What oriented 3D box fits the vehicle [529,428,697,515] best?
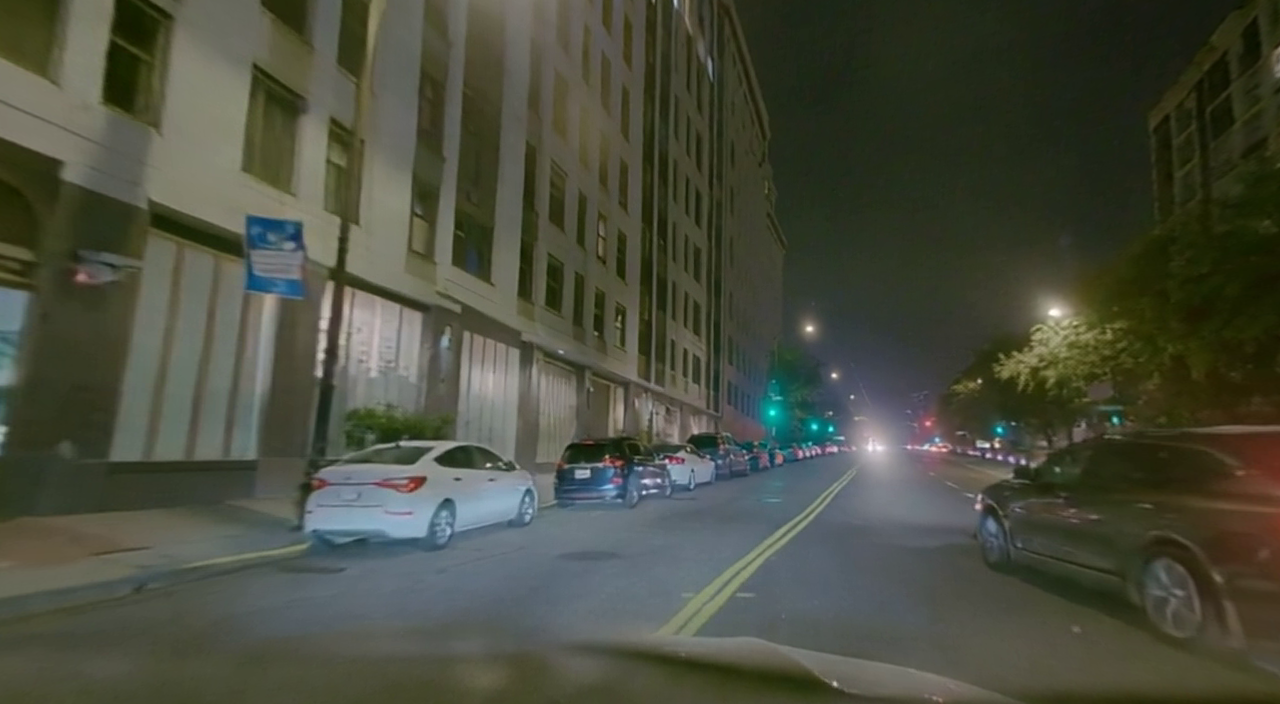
[{"bbox_3d":[-0.386,2.689,14.791,2.179,1.658,4.765,-3,-9,21],"label":"vehicle"}]

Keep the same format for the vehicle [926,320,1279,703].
[{"bbox_3d":[4.414,1.040,4.563,2.411,1.899,5.993,-1,-8,6],"label":"vehicle"}]

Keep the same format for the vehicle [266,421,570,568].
[{"bbox_3d":[-2.905,1.939,9.454,1.922,1.628,4.291,-3,-9,20],"label":"vehicle"}]

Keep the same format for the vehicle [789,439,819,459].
[{"bbox_3d":[12.766,7.510,48.844,1.842,1.497,4.238,-3,-9,20],"label":"vehicle"}]

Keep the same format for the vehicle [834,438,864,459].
[{"bbox_3d":[15.760,7.228,47.341,1.852,1.465,4.092,-3,-9,21],"label":"vehicle"}]
